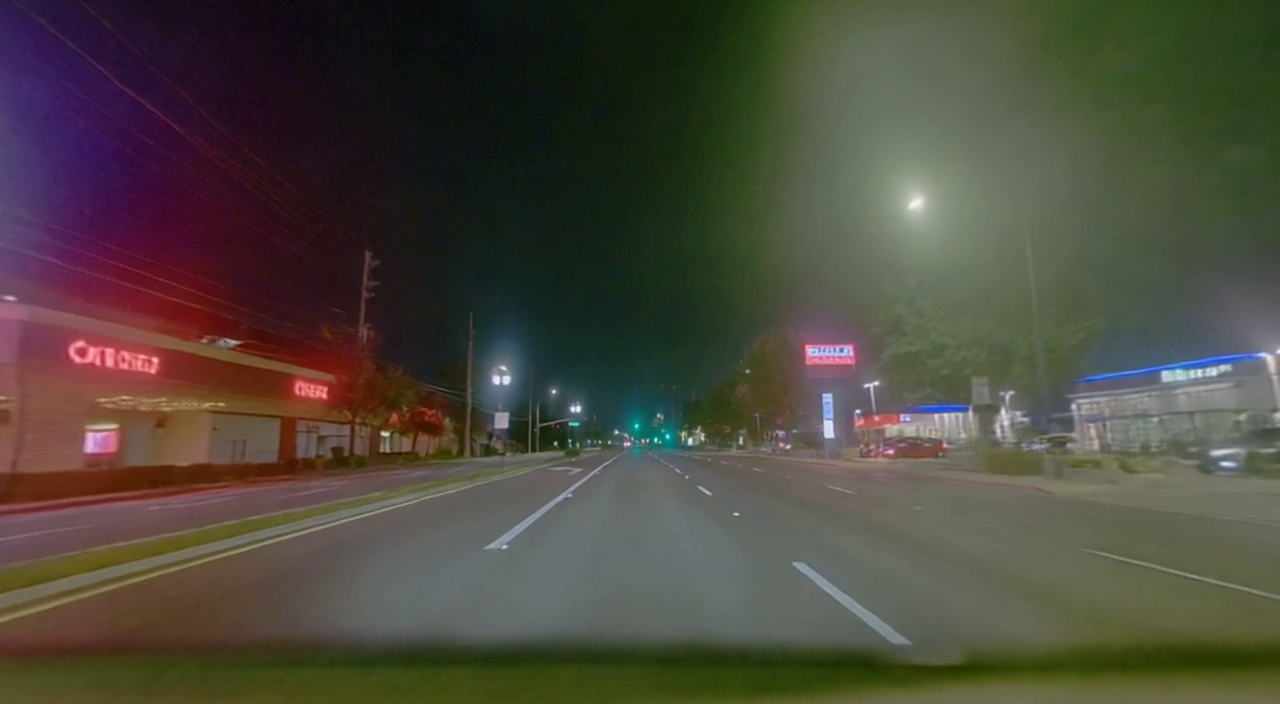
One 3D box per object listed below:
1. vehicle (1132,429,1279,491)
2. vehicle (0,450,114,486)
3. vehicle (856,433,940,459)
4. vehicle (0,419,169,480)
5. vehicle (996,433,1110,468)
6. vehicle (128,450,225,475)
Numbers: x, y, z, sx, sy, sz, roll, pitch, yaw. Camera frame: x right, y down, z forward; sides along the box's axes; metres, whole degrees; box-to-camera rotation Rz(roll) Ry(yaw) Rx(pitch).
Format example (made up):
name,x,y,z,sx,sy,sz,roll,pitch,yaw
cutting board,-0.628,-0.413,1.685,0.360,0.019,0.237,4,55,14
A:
name,x,y,z,sx,sy,sz,roll,pitch,yaw
vehicle,16.484,2.951,17.606,1.880,1.477,4.556,0,-8,1
vehicle,-27.482,5.349,29.069,4.564,1.494,2.183,-1,-9,-2
vehicle,18.006,6.581,44.250,4.935,1.753,1.958,0,-9,1
vehicle,-28.143,4.911,31.856,6.354,2.899,2.812,0,-8,-1
vehicle,18.665,4.498,28.891,1.846,1.466,4.679,0,-9,-4
vehicle,-27.157,6.493,37.064,4.282,1.296,1.914,-2,-9,4
